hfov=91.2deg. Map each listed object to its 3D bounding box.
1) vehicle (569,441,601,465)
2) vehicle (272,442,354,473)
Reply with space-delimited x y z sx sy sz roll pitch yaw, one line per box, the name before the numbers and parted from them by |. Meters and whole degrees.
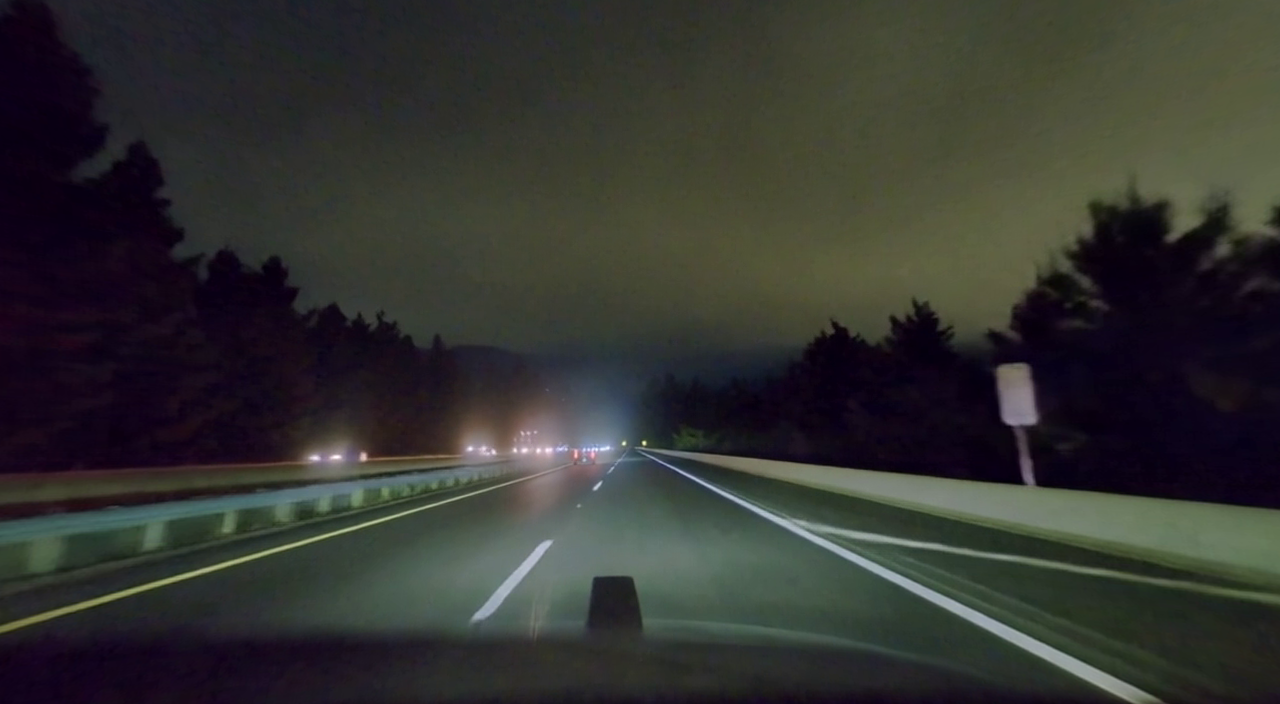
vehicle | -4.107 7.660 47.622 2.098 1.692 4.038 0 -9 -1
vehicle | -16.996 5.501 32.822 1.956 1.531 4.217 0 -9 0
